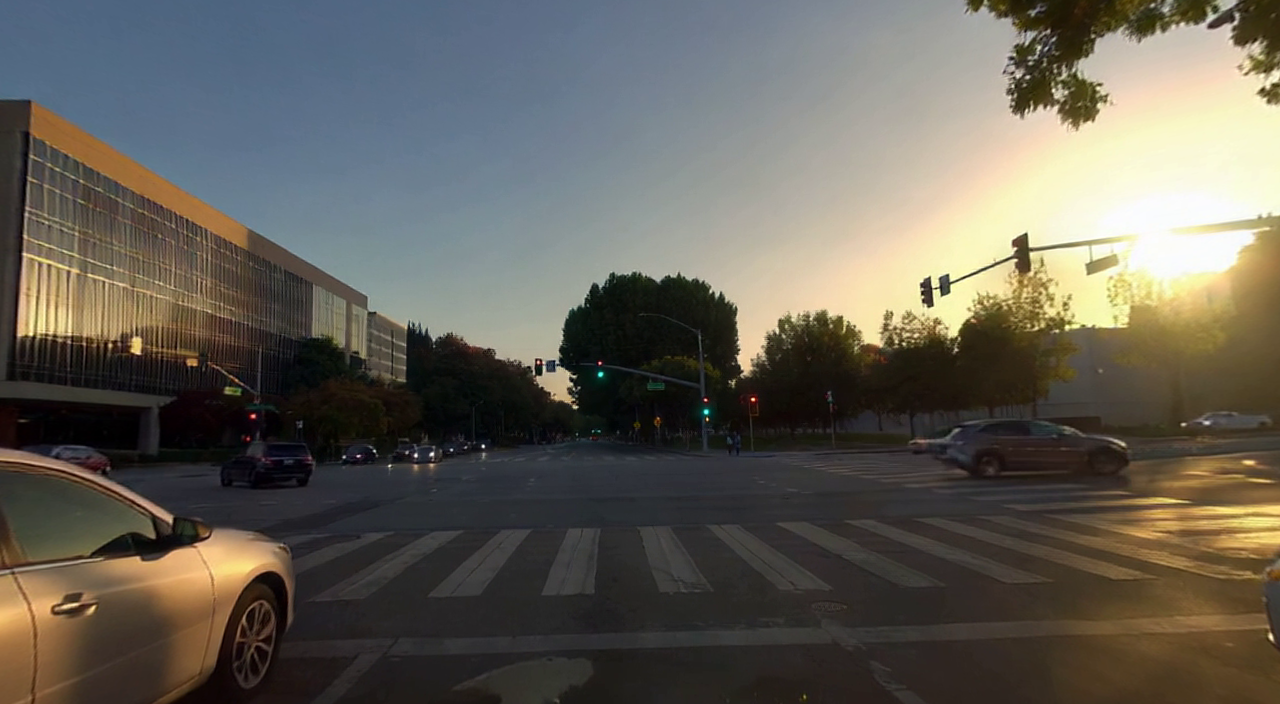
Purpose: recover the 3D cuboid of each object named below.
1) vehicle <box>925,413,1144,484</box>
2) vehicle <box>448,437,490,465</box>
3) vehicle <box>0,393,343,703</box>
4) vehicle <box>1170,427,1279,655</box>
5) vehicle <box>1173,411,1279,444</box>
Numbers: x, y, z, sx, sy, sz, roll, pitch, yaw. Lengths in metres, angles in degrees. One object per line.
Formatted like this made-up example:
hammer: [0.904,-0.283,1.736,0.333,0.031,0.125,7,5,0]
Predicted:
vehicle: [11.082,2.769,18.160,4.778,1.871,2.109,-2,-8,9]
vehicle: [-12.806,7.421,47.515,2.051,1.715,4.346,-3,-6,-2]
vehicle: [-3.064,0.895,2.149,1.919,1.478,4.720,0,-8,-1]
vehicle: [4.935,0.988,2.550,1.949,1.449,4.530,-1,-8,5]
vehicle: [33.178,4.261,35.438,4.611,1.797,2.096,0,-8,-2]
